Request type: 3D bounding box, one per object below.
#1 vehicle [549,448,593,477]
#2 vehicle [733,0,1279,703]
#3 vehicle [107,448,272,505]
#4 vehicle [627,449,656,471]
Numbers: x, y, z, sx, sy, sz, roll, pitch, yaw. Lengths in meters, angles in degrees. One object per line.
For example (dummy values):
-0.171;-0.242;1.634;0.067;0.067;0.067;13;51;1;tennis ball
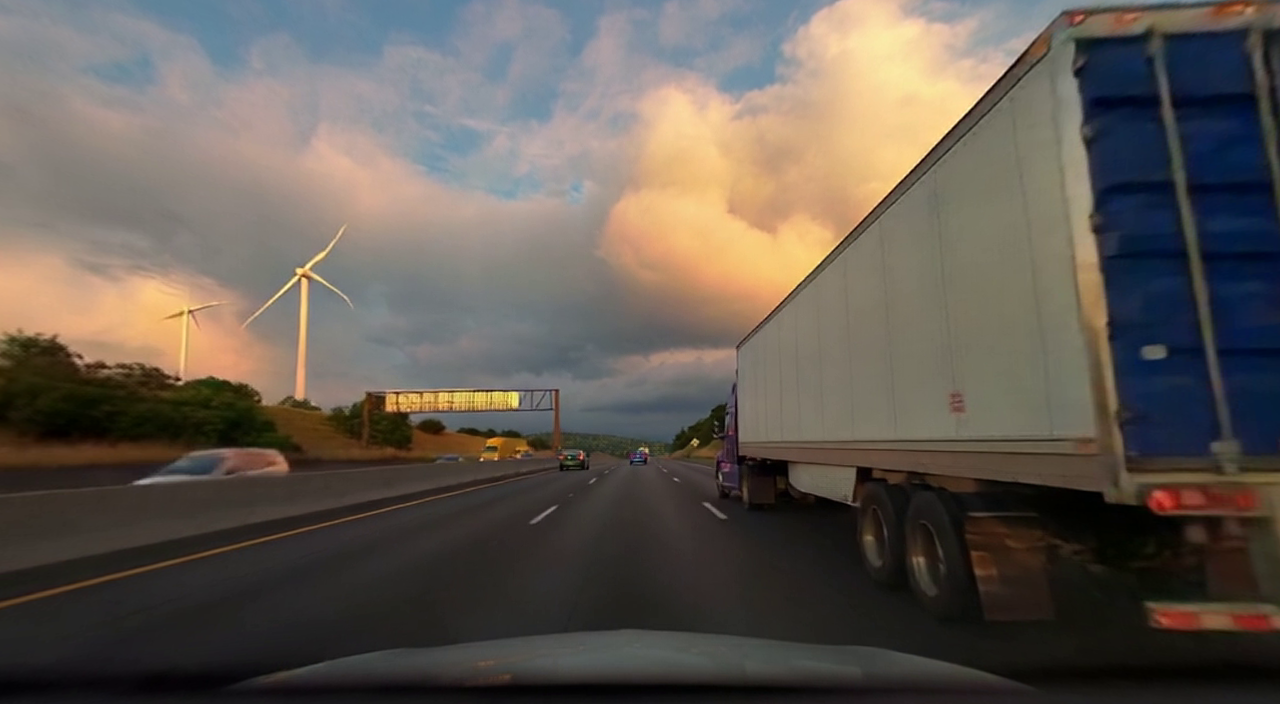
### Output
-3.838;6.190;35.609;1.952;1.521;4.095;0;-9;1;vehicle
3.820;0.780;8.343;2.947;3.989;13.568;0;-9;-1;vehicle
-12.127;3.329;17.319;1.780;1.383;3.624;0;-9;1;vehicle
0.073;7.638;44.923;1.931;1.453;3.695;0;-9;-1;vehicle
